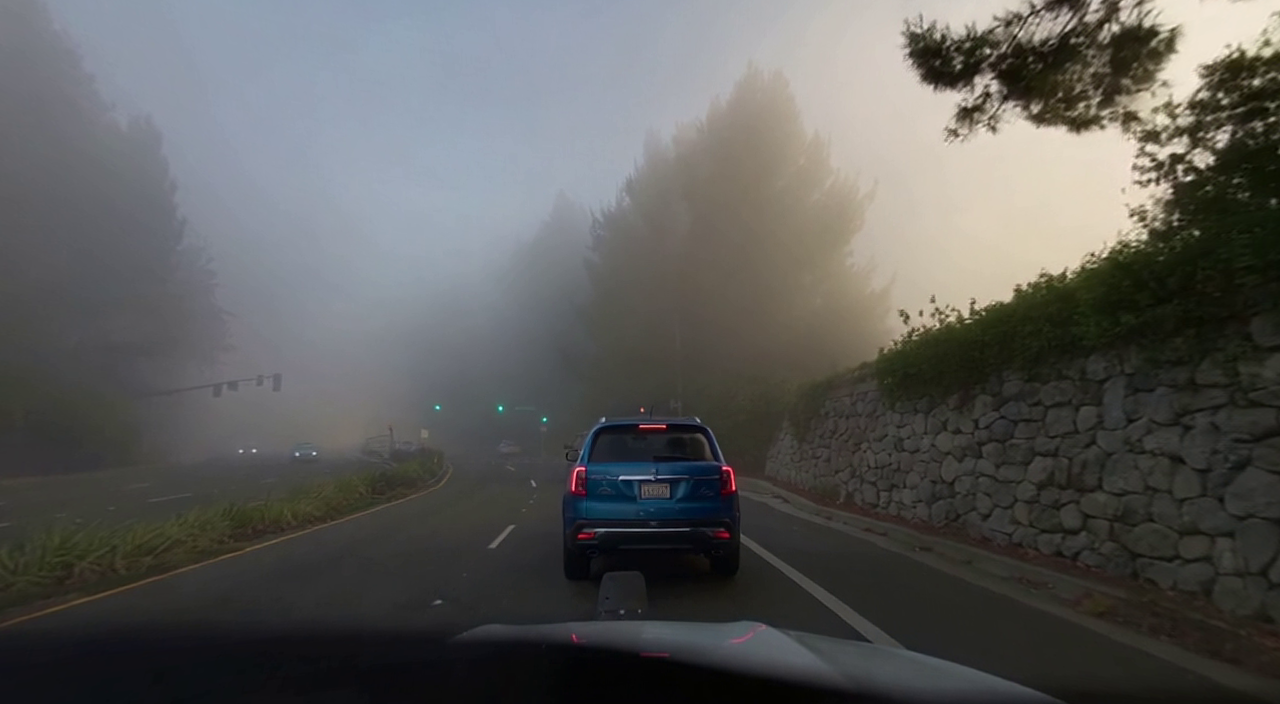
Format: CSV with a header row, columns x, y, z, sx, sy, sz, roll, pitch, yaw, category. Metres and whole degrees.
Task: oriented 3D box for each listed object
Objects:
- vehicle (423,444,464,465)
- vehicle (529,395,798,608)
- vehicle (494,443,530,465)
x,y,z,sx,sy,sz,roll,pitch,yaw,category
-14.897,7.733,47.780,2.023,1.474,4.286,5,-9,-29,vehicle
0.021,1.565,7.559,2.287,1.762,4.269,1,-8,-5,vehicle
-9.546,7.540,46.951,1.837,1.483,4.559,3,-9,-21,vehicle
